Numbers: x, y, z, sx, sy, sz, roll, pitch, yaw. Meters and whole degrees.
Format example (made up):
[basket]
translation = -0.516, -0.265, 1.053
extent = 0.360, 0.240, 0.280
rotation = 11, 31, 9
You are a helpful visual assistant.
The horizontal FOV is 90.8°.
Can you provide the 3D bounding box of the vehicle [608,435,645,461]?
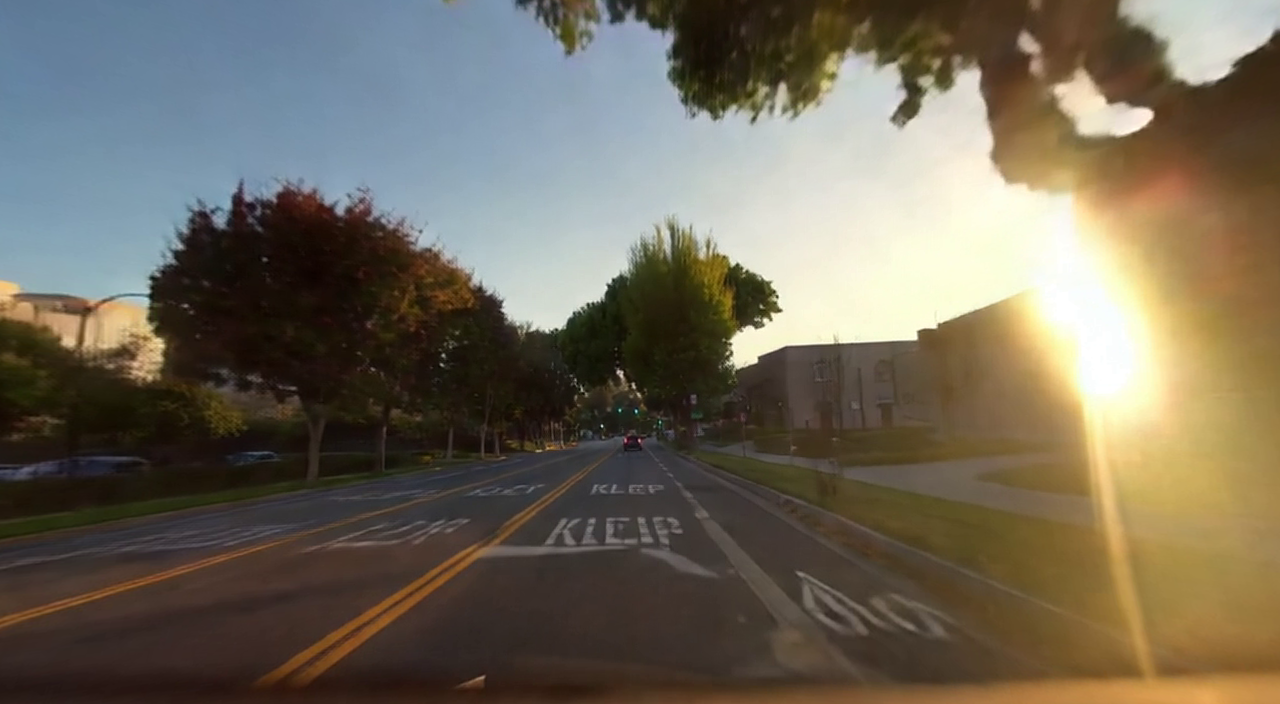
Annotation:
[vehicle]
translation = -0.818, 5.873, 38.890
extent = 2.131, 1.474, 4.146
rotation = 0, -8, -1
